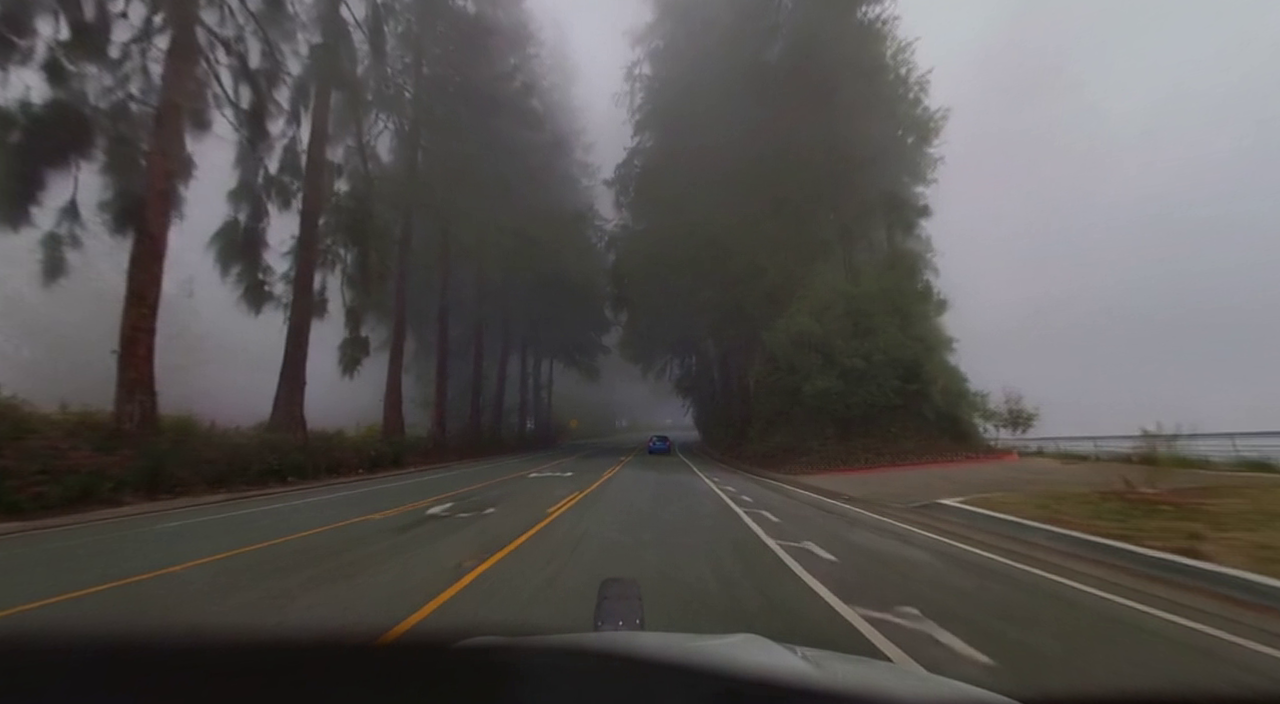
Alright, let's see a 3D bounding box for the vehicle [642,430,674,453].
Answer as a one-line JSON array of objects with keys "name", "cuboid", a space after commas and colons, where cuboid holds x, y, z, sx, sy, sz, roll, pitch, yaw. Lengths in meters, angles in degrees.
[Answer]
[{"name": "vehicle", "cuboid": [1.215, 6.138, 43.023, 2.067, 1.486, 3.861, -1, -9, 2]}]
